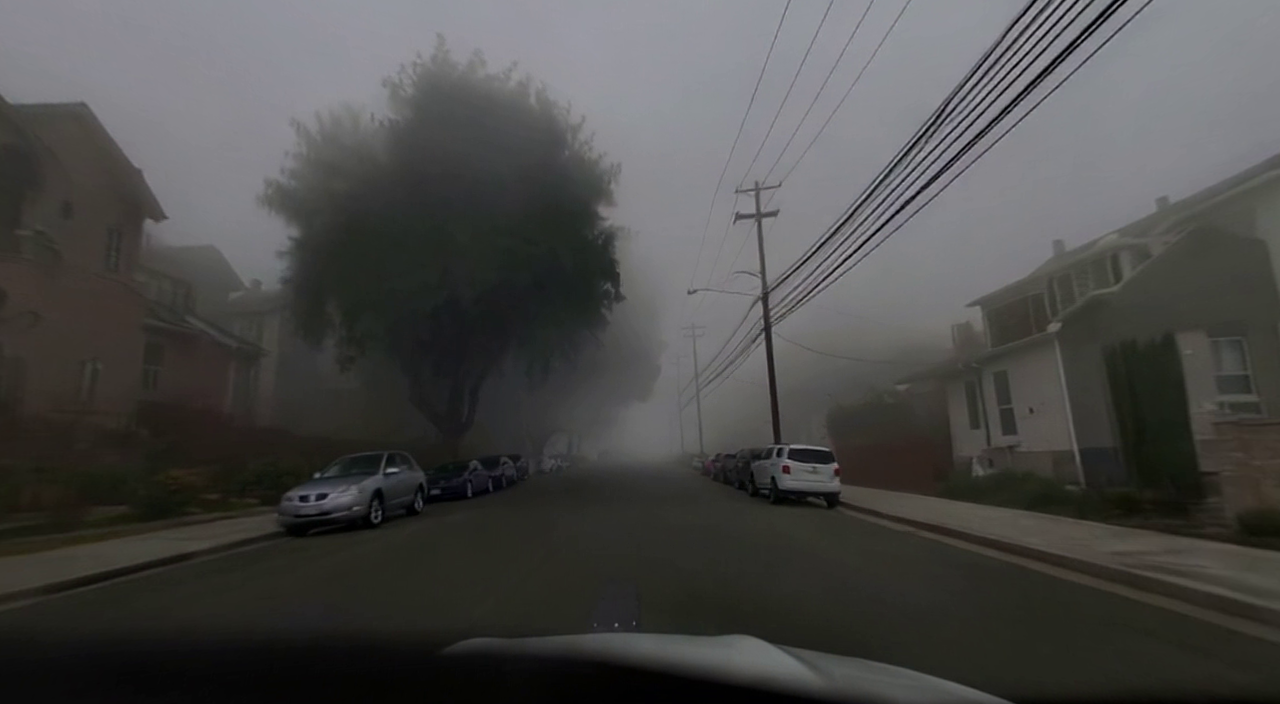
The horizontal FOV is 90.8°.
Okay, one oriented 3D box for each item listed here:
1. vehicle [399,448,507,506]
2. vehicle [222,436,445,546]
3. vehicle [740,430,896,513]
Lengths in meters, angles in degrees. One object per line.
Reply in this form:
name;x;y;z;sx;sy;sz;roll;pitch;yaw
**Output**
vehicle;-5.393;3.638;18.818;1.856;1.499;4.216;0;-9;1
vehicle;-5.396;2.464;11.999;1.971;1.648;4.638;0;-9;-1
vehicle;4.601;3.219;17.670;2.462;1.894;6.076;0;-9;-1
